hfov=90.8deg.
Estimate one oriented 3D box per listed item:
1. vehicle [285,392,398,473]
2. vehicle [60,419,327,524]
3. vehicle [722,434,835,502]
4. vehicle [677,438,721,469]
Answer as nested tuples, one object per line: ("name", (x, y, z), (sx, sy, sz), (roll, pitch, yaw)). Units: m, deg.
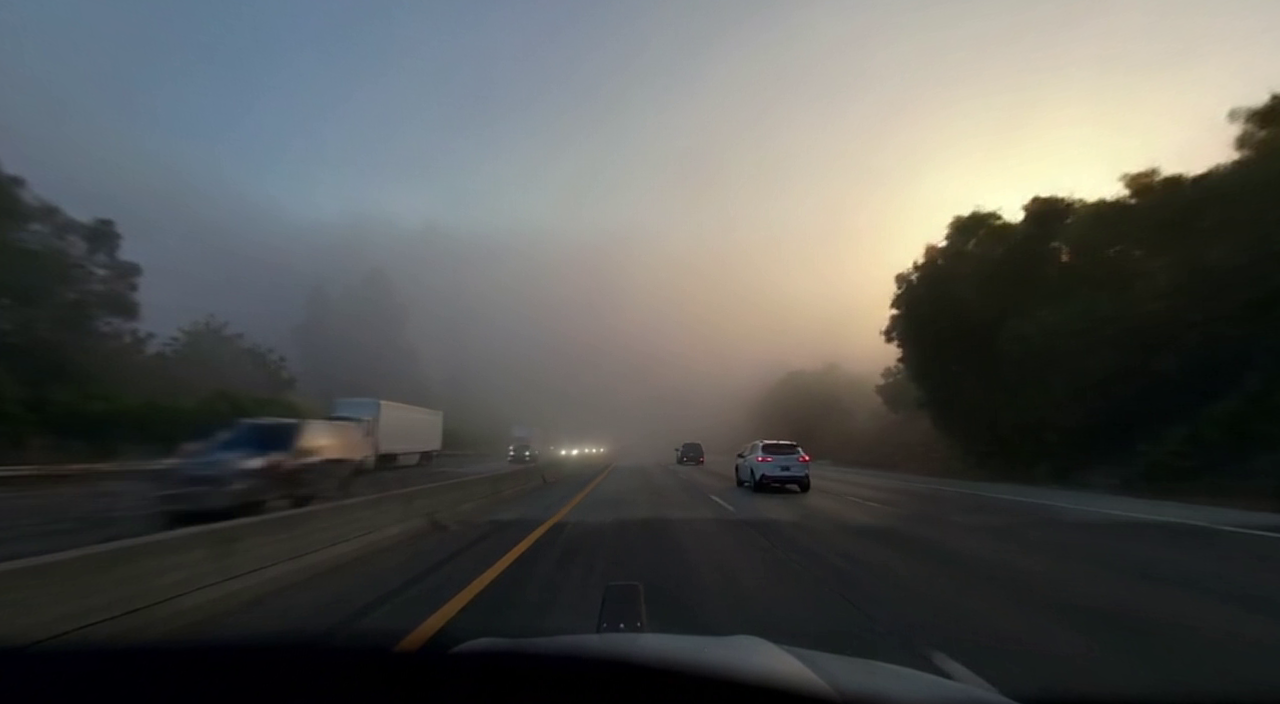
("vehicle", (-15.658, 4.368, 33.723), (3.005, 3.890, 6.103), (0, -9, -1))
("vehicle", (-8.325, 2.265, 12.451), (1.988, 1.672, 4.426), (0, -9, 0))
("vehicle", (3.582, 3.097, 17.190), (2.023, 1.603, 4.159), (0, -9, -1))
("vehicle", (3.498, 6.102, 38.051), (2.070, 1.751, 4.576), (0, -9, -2))
